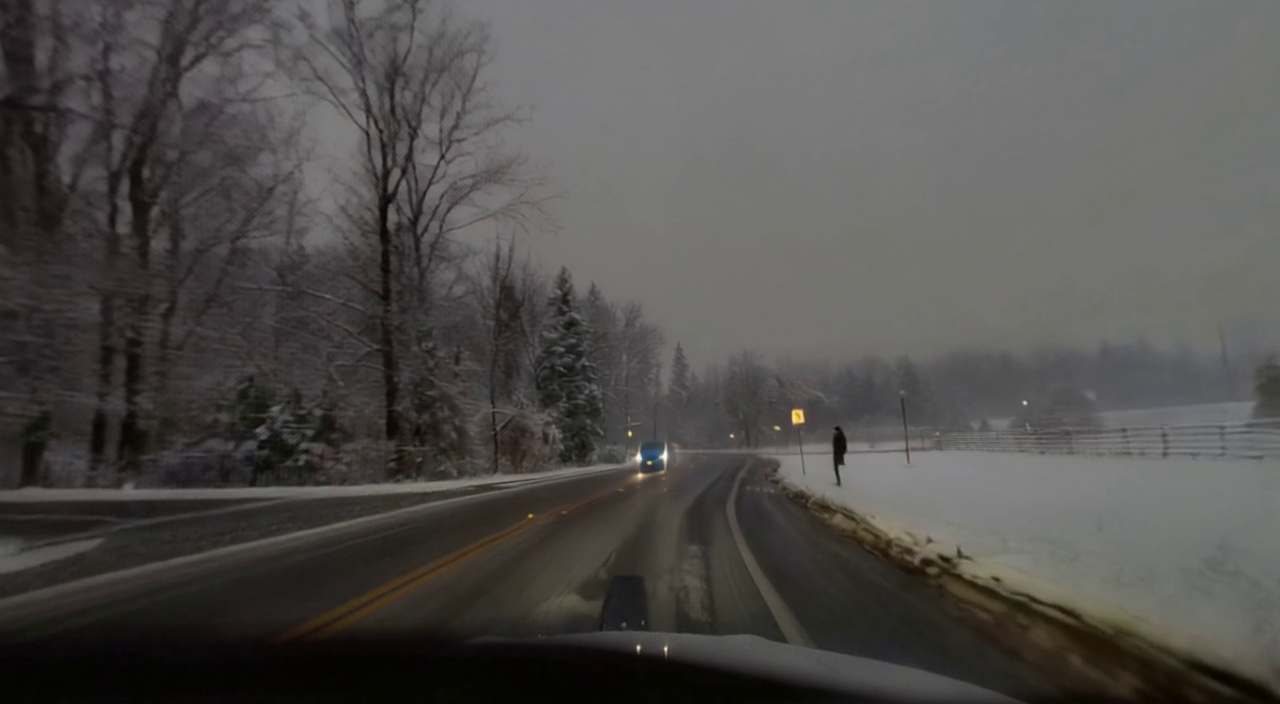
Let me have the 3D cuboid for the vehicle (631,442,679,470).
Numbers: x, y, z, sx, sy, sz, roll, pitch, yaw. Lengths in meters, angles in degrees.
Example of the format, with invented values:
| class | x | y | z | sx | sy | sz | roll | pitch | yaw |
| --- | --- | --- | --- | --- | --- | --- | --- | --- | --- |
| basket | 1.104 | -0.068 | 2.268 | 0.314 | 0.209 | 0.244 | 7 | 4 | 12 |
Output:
| class | x | y | z | sx | sy | sz | roll | pitch | yaw |
| --- | --- | --- | --- | --- | --- | --- | --- | --- | --- |
| vehicle | 0.937 | 5.919 | 36.196 | 2.190 | 1.499 | 4.209 | -1 | -9 | 10 |
